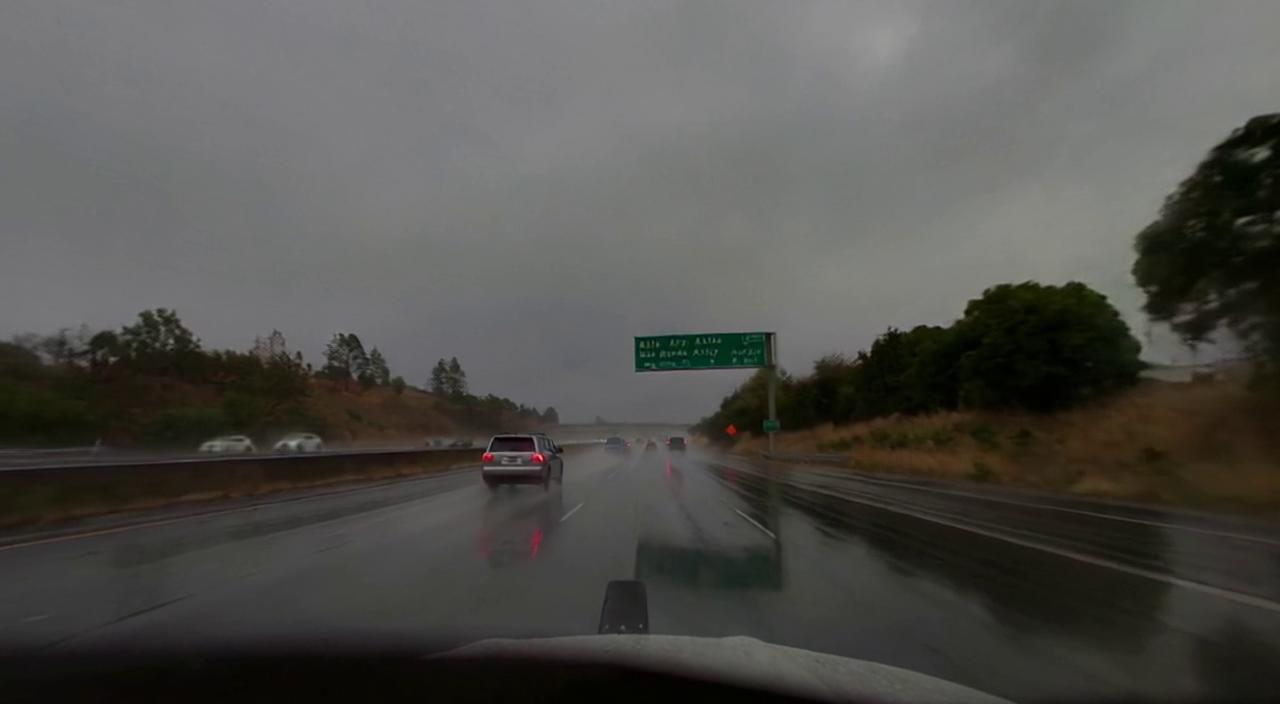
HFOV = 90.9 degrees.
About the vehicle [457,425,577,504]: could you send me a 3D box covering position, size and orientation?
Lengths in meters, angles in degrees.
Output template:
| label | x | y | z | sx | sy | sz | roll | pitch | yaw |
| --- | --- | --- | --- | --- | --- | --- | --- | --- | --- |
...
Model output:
| label | x | y | z | sx | sy | sz | roll | pitch | yaw |
| --- | --- | --- | --- | --- | --- | --- | --- | --- | --- |
| vehicle | -3.165 | 3.033 | 17.421 | 2.218 | 1.848 | 4.789 | 0 | -9 | 2 |
